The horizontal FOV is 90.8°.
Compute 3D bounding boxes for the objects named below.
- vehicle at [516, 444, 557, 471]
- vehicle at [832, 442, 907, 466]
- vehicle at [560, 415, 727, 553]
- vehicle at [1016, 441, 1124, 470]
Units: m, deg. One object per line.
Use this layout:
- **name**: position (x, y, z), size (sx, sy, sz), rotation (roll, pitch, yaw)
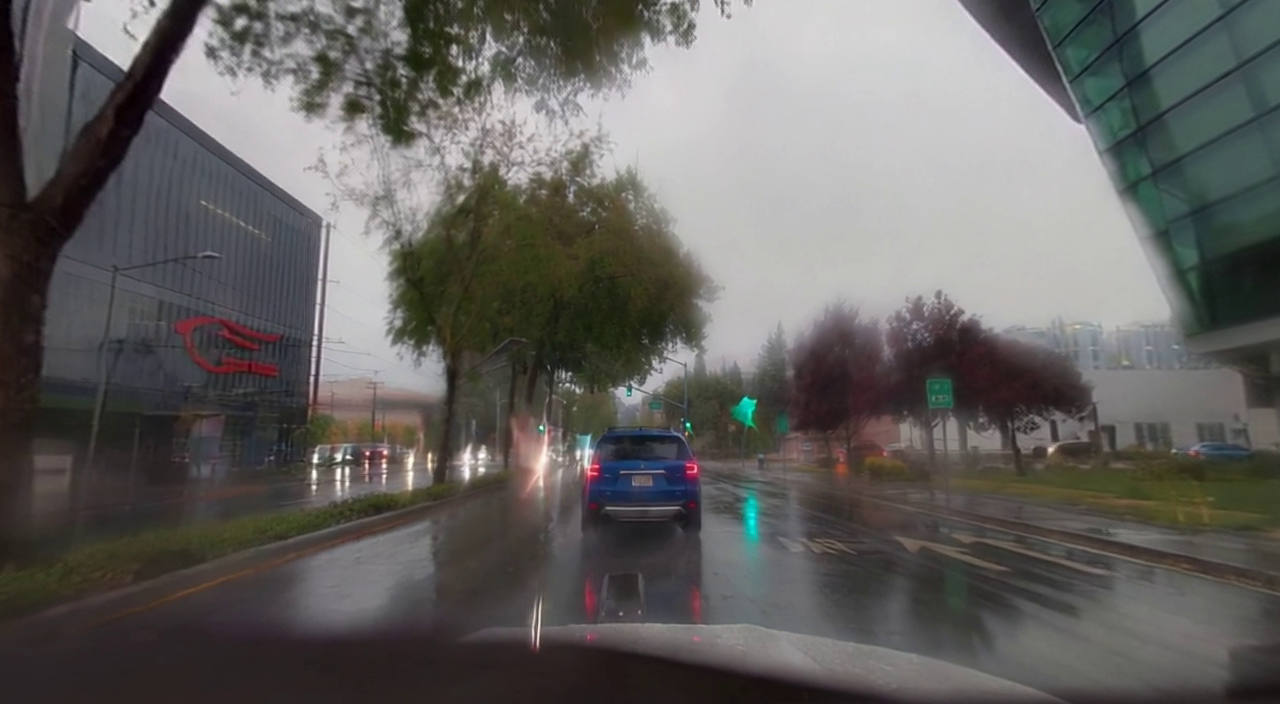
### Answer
- **vehicle**: position (-6.751, 6.890, 41.486), size (2.028, 1.655, 4.189), rotation (0, -9, -1)
- **vehicle**: position (15.671, 6.968, 43.262), size (4.422, 1.563, 1.751), rotation (0, -9, -2)
- **vehicle**: position (-0.038, 2.025, 10.355), size (2.183, 1.765, 4.059), rotation (0, -8, -2)
- **vehicle**: position (24.519, 5.920, 36.115), size (4.571, 1.558, 2.171), rotation (0, -9, -2)
